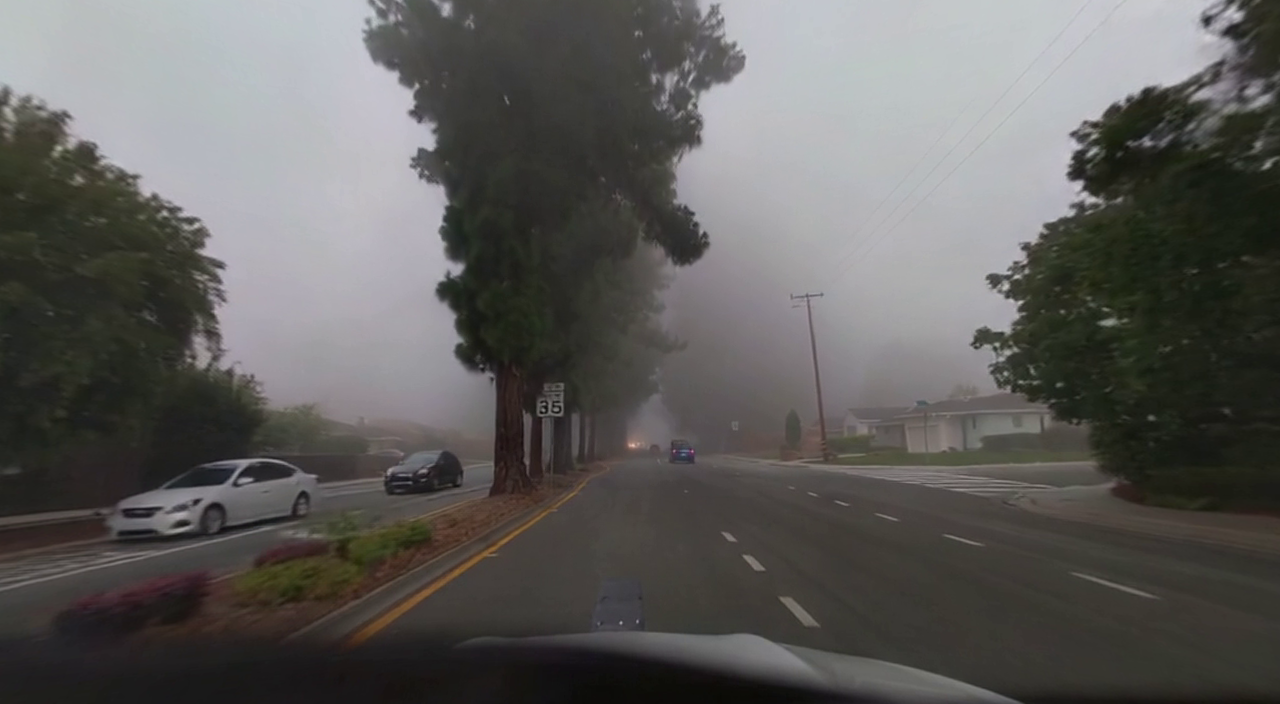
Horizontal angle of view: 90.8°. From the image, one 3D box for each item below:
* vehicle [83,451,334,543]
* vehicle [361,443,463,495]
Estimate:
[{"bbox_3d":[-8.375,2.800,12.927,1.939,1.469,4.465,0,-8,1],"label":"vehicle"},{"bbox_3d":[-8.390,4.305,23.739,2.054,1.746,4.507,0,-8,1],"label":"vehicle"}]
